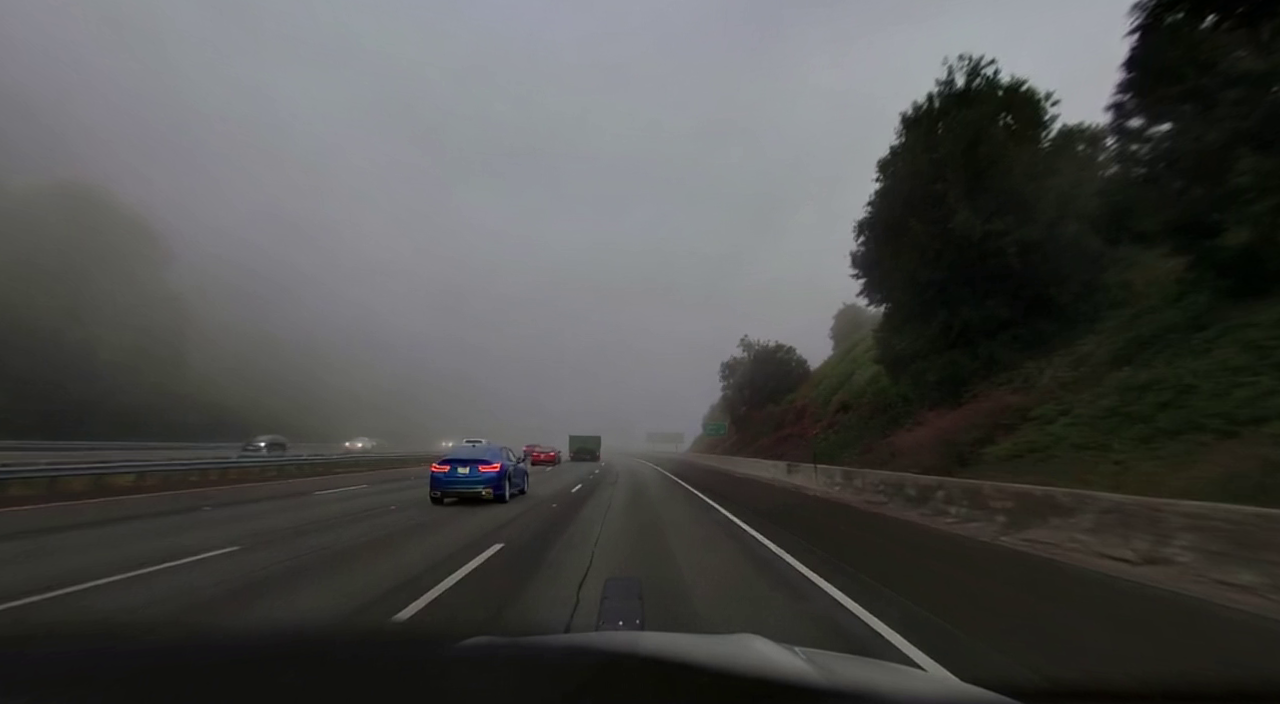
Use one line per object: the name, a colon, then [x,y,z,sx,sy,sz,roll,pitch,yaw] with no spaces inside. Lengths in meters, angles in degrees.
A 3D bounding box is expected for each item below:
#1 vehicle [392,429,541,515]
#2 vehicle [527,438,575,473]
vehicle: [-3.839,2.752,14.977,2.180,1.685,4.668,0,-9,0]
vehicle: [-4.764,5.585,34.243,2.081,1.740,4.268,1,-9,-2]
